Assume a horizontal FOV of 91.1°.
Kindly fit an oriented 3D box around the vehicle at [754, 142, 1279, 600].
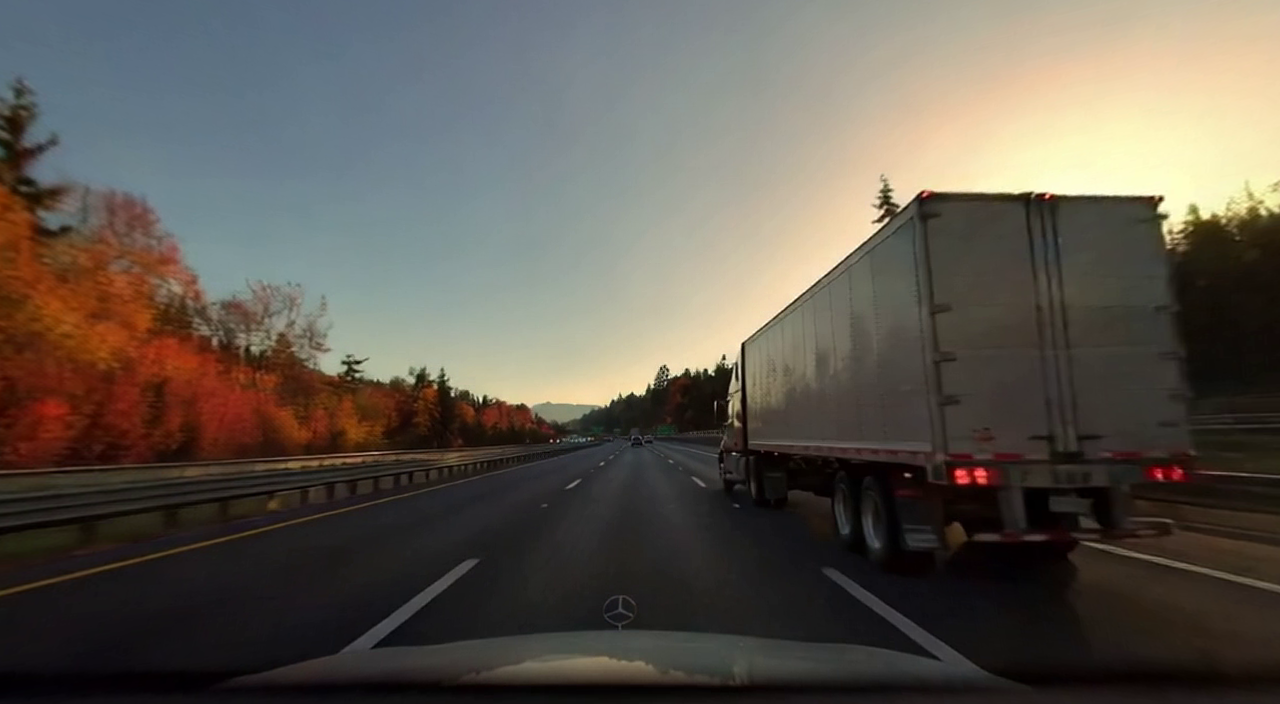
[{"bbox_3d":[4.357,0.674,9.676,3.348,3.847,8.908,0,-8,-1],"label":"vehicle"}]
